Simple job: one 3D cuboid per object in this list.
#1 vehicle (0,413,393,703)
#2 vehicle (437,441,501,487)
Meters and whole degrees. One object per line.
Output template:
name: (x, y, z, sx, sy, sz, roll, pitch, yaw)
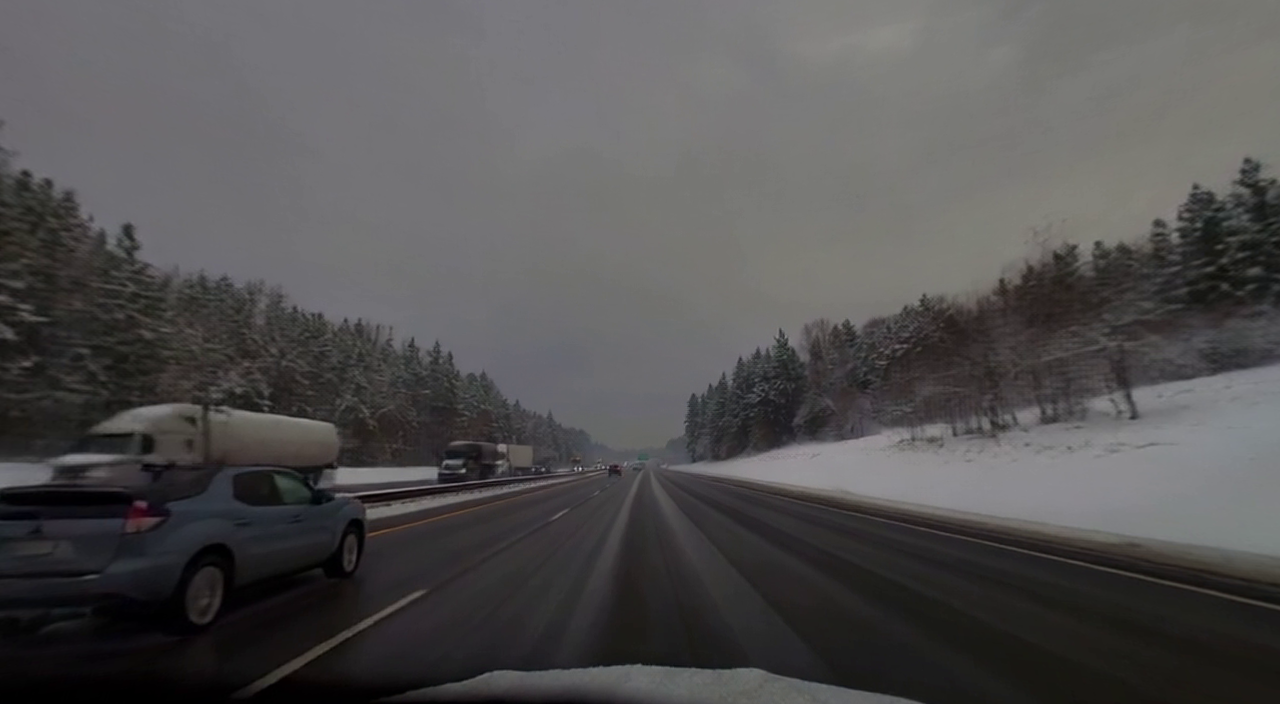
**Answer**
vehicle: (-3.901, 1.406, 4.948, 2.043, 1.486, 4.442, 1, -10, 1)
vehicle: (-13.289, 8.875, 49.794, 2.743, 3.252, 7.847, 1, -10, 0)
